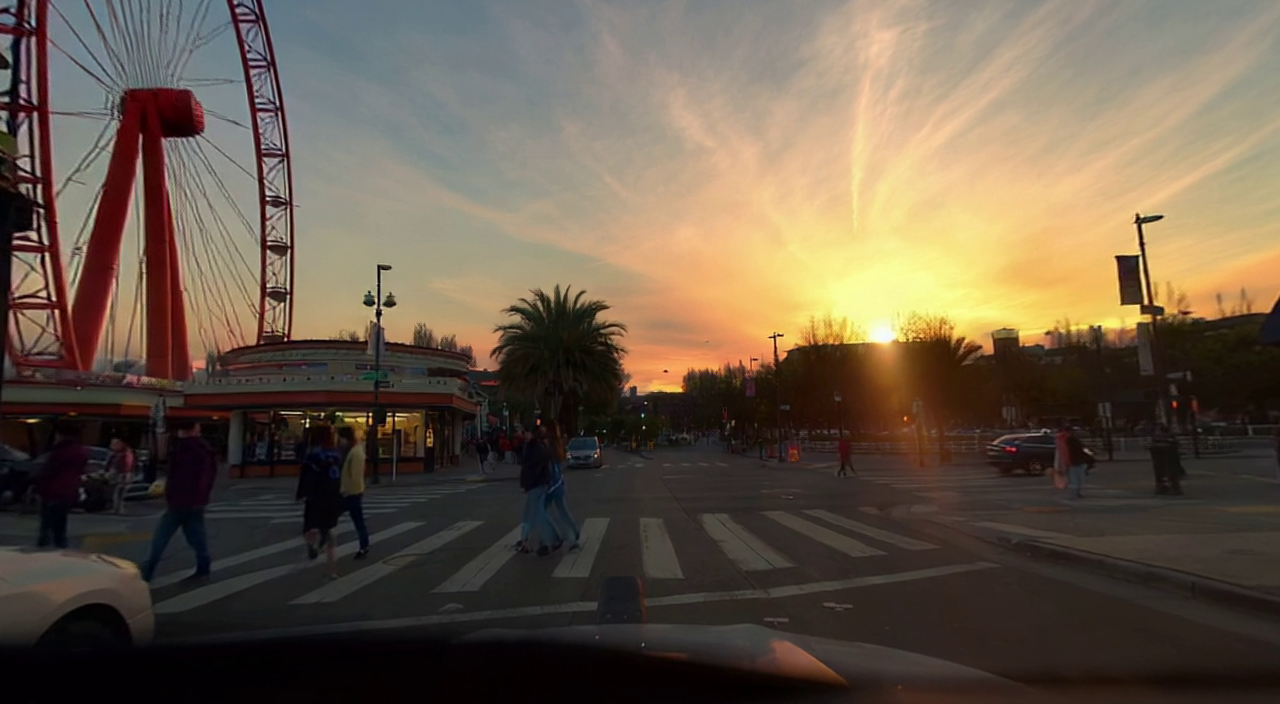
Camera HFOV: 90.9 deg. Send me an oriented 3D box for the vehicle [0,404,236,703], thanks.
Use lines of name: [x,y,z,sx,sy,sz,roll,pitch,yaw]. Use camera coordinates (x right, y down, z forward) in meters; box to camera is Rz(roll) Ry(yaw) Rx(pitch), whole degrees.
vehicle: [-3.370,0.788,1.180,1.940,1.505,4.676,-1,-9,3]

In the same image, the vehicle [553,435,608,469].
vehicle: [-3.890,6.350,40.259,2.549,2.000,5.699,2,-9,-15]
